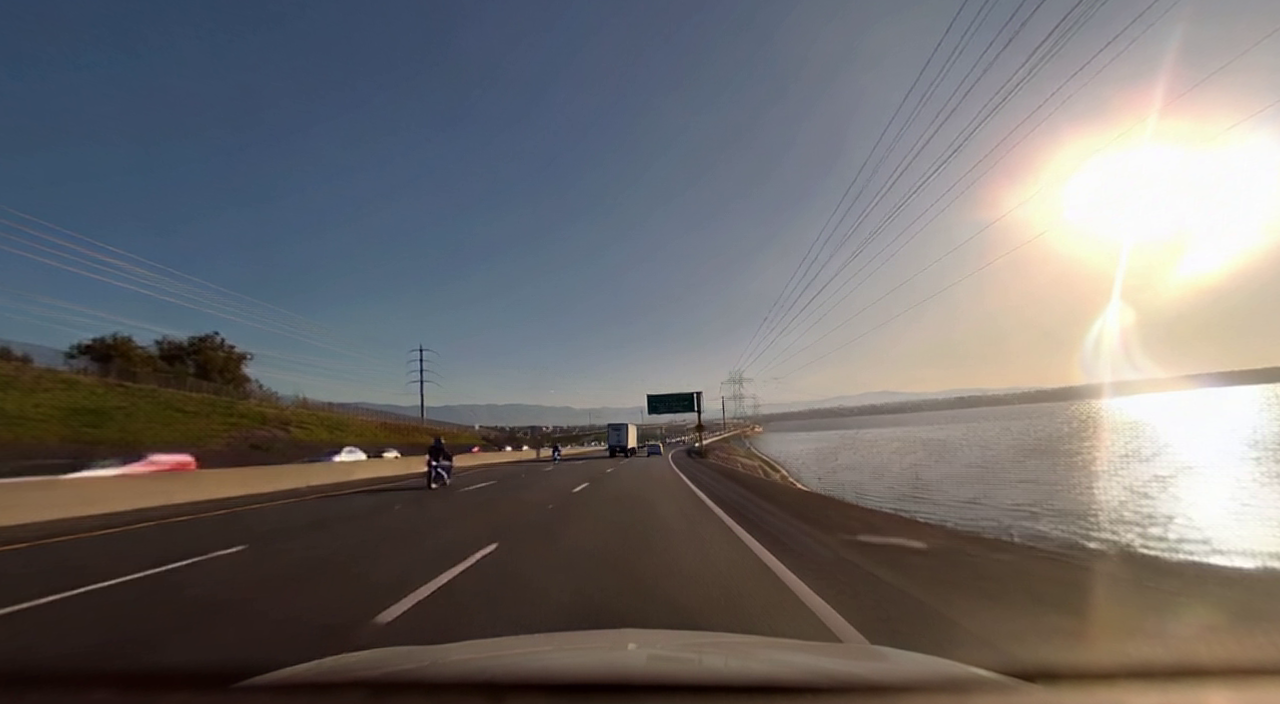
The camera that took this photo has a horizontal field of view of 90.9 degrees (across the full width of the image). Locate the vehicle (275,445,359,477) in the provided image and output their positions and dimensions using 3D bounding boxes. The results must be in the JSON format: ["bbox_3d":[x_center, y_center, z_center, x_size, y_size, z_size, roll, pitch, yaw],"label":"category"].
[{"bbox_3d":[-16.844,5.698,33.206,1.904,1.523,4.591,0,-9,2],"label":"vehicle"}]
